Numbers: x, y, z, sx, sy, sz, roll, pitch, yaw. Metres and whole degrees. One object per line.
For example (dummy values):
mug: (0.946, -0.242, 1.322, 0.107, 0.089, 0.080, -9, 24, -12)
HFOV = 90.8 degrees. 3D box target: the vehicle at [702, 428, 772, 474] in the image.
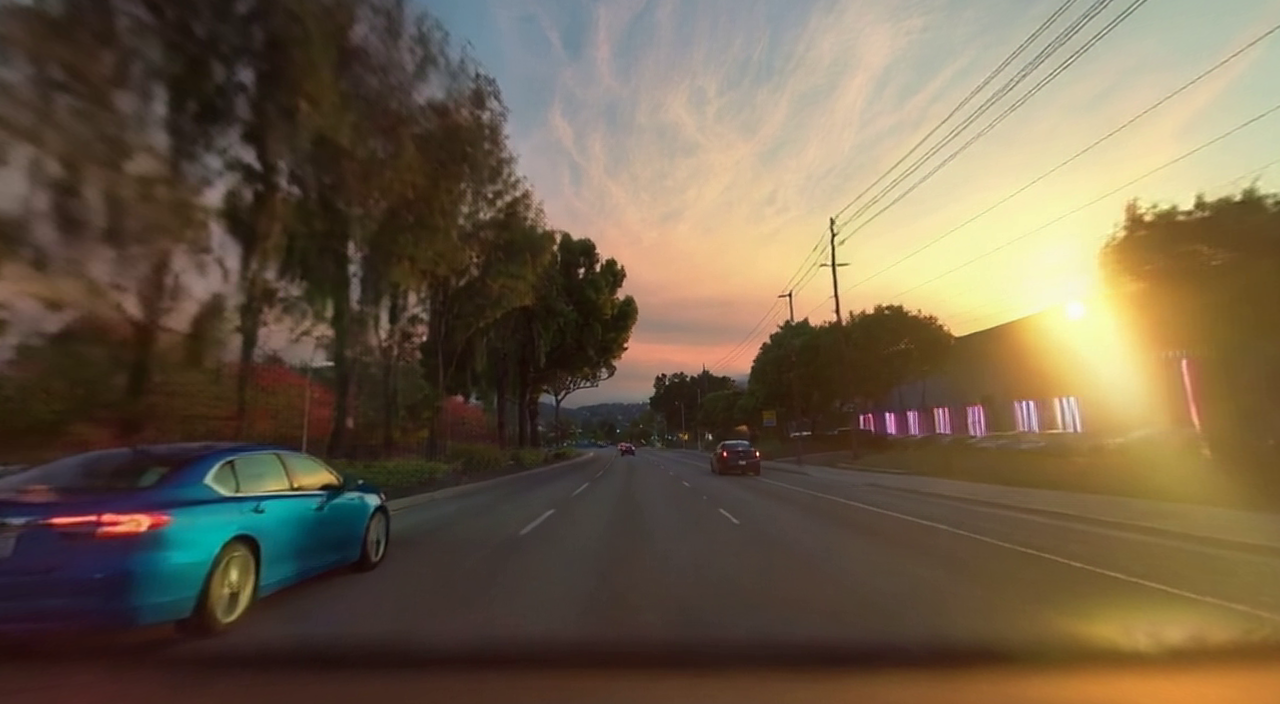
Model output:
vehicle: (4.566, 4.804, 30.761, 2.476, 2.016, 5.586, 0, -8, 0)

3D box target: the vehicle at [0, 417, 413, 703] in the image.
vehicle: (-3.702, 1.386, 5.387, 2.017, 1.470, 4.293, 0, -8, -1)
